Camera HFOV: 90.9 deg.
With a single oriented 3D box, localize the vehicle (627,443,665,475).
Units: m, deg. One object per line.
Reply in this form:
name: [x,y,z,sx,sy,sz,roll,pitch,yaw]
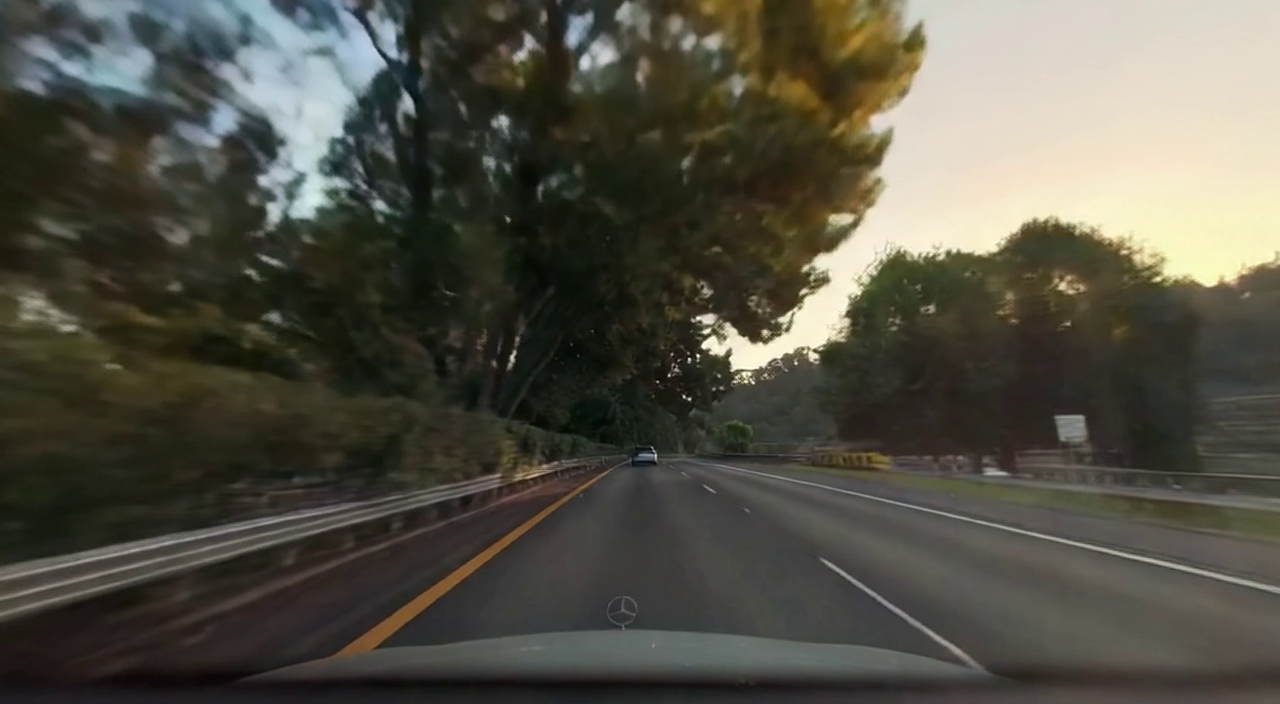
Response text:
vehicle: [0.290,5.863,34.671,1.987,1.658,3.620,0,-9,0]
